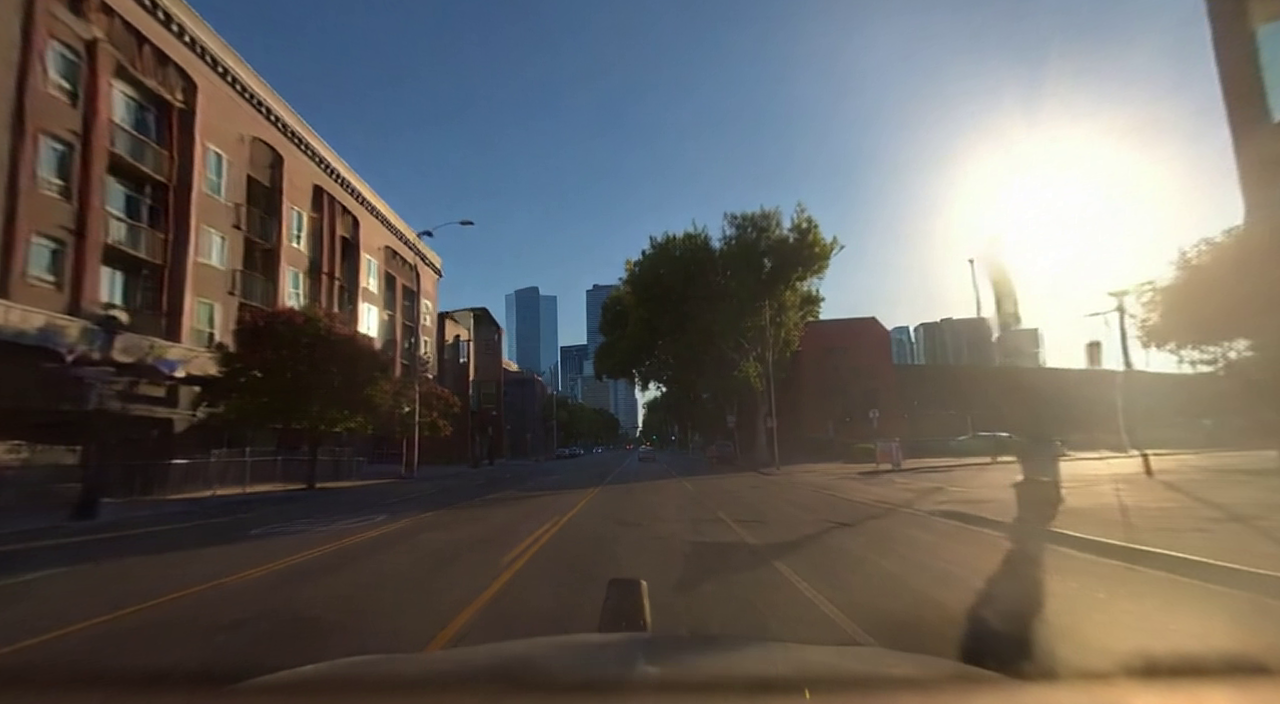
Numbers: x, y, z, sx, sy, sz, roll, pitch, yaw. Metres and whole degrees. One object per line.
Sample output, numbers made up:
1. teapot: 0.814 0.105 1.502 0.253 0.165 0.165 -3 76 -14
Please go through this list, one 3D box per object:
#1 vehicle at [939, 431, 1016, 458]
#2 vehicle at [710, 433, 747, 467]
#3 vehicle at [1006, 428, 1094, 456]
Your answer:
1. vehicle: 24.709 6.807 46.119 2.005 1.861 4.478 4 -10 -27
2. vehicle: 6.566 7.284 46.865 2.021 2.433 3.088 0 -8 -5
3. vehicle: 32.380 7.209 49.779 2.097 1.894 5.338 1 -10 -26
